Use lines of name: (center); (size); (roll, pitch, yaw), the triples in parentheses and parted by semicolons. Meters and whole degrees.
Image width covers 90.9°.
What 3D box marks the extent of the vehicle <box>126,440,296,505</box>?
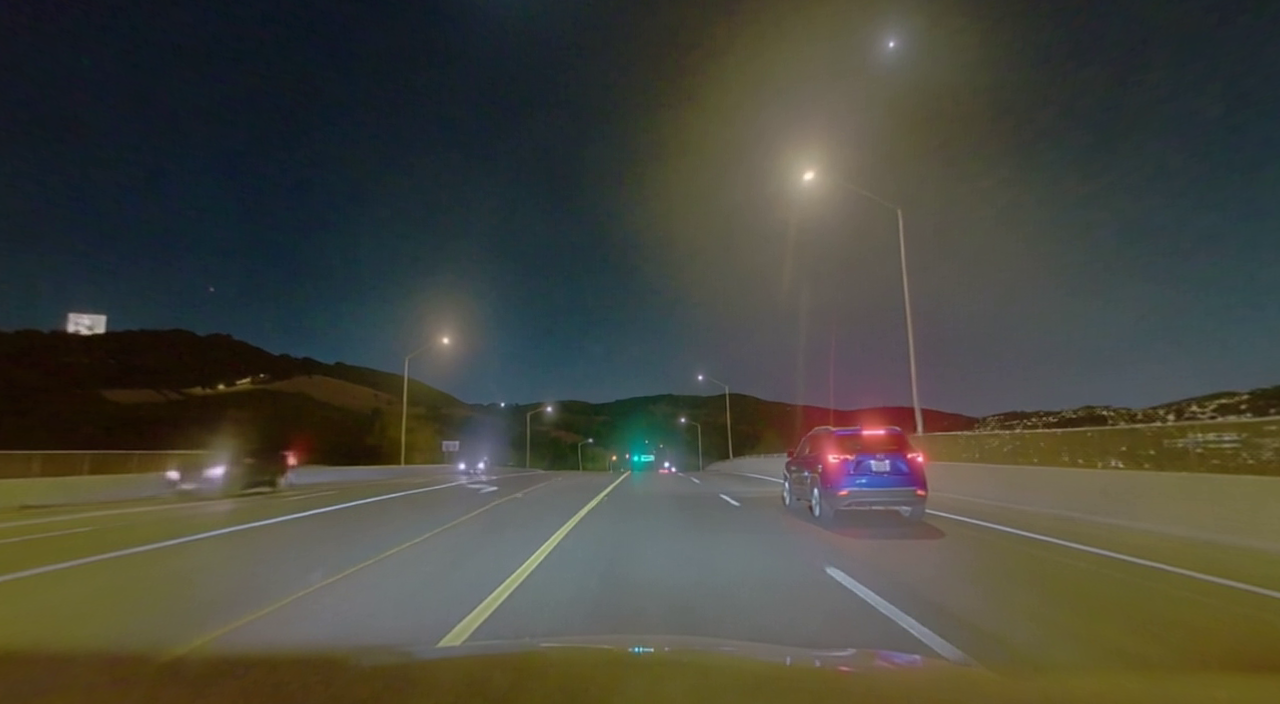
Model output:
vehicle: (-13.880, 3.893, 20.907); (2.148, 1.850, 4.835); (0, -8, 1)

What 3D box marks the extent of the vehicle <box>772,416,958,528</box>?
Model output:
vehicle: (3.971, 2.203, 12.064); (1.989, 1.730, 4.324); (0, -8, 1)
